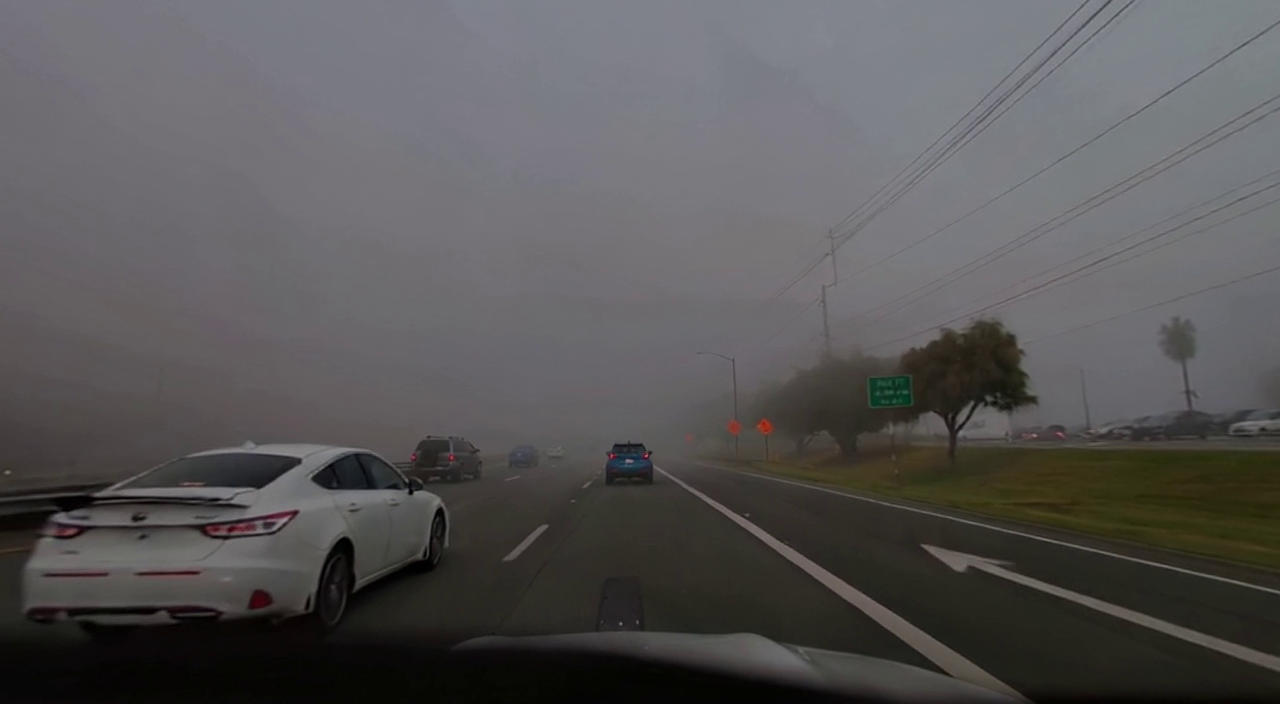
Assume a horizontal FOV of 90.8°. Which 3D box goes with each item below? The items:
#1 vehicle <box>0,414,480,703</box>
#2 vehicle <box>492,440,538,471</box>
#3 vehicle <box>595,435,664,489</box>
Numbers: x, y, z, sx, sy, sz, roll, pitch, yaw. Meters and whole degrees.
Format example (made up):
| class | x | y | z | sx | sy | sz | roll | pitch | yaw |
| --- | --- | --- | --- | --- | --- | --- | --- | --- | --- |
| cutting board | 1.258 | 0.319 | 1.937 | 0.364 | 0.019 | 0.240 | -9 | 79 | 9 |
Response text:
| class | x | y | z | sx | sy | sz | roll | pitch | yaw |
| --- | --- | --- | --- | --- | --- | --- | --- | --- | --- |
| vehicle | -3.137 | 1.442 | 5.673 | 2.174 | 1.510 | 4.636 | 0 | -9 | 0 |
| vehicle | -7.436 | 6.164 | 37.872 | 1.914 | 1.756 | 4.179 | 0 | -9 | 0 |
| vehicle | -0.377 | 3.711 | 21.575 | 2.140 | 1.653 | 4.108 | 0 | -9 | -1 |
